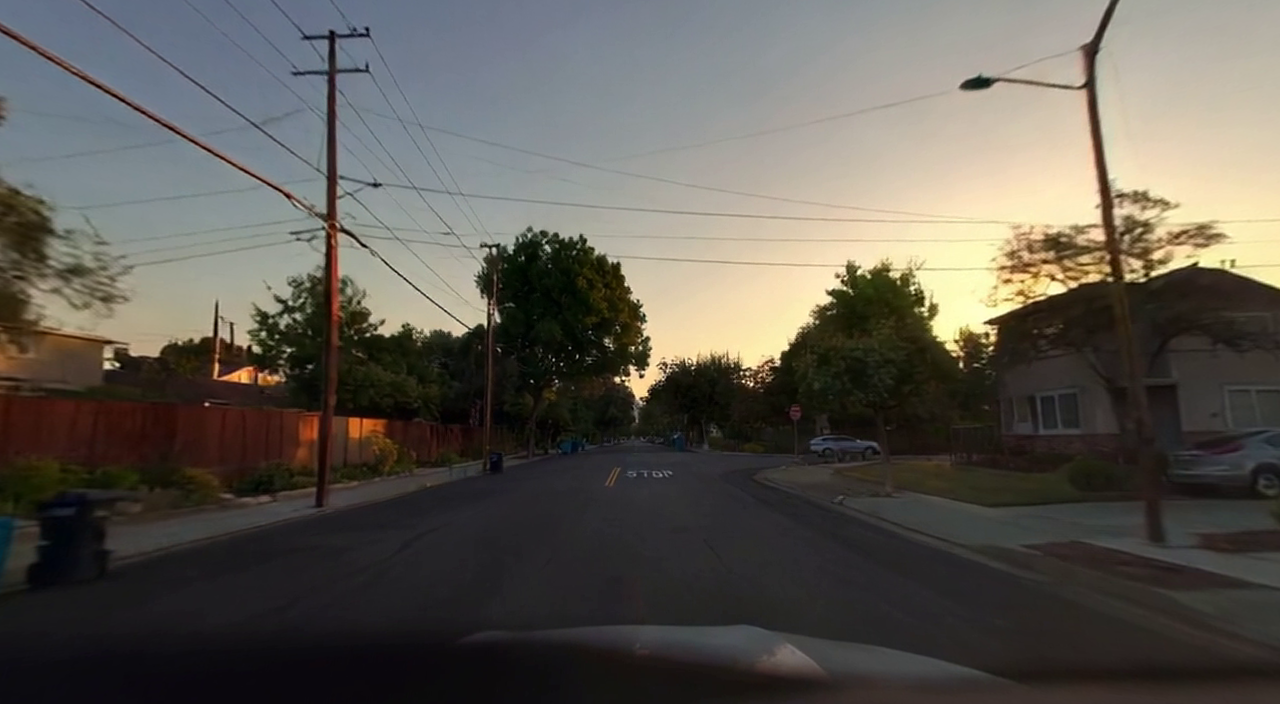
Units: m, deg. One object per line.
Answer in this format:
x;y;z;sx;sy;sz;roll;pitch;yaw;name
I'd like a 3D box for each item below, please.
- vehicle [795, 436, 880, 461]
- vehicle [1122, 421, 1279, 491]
11.912;5.824;38.240;4.452;1.482;2.017;2;-8;-12;vehicle
14.515;2.403;14.752;4.737;1.493;2.001;-1;-8;3;vehicle
